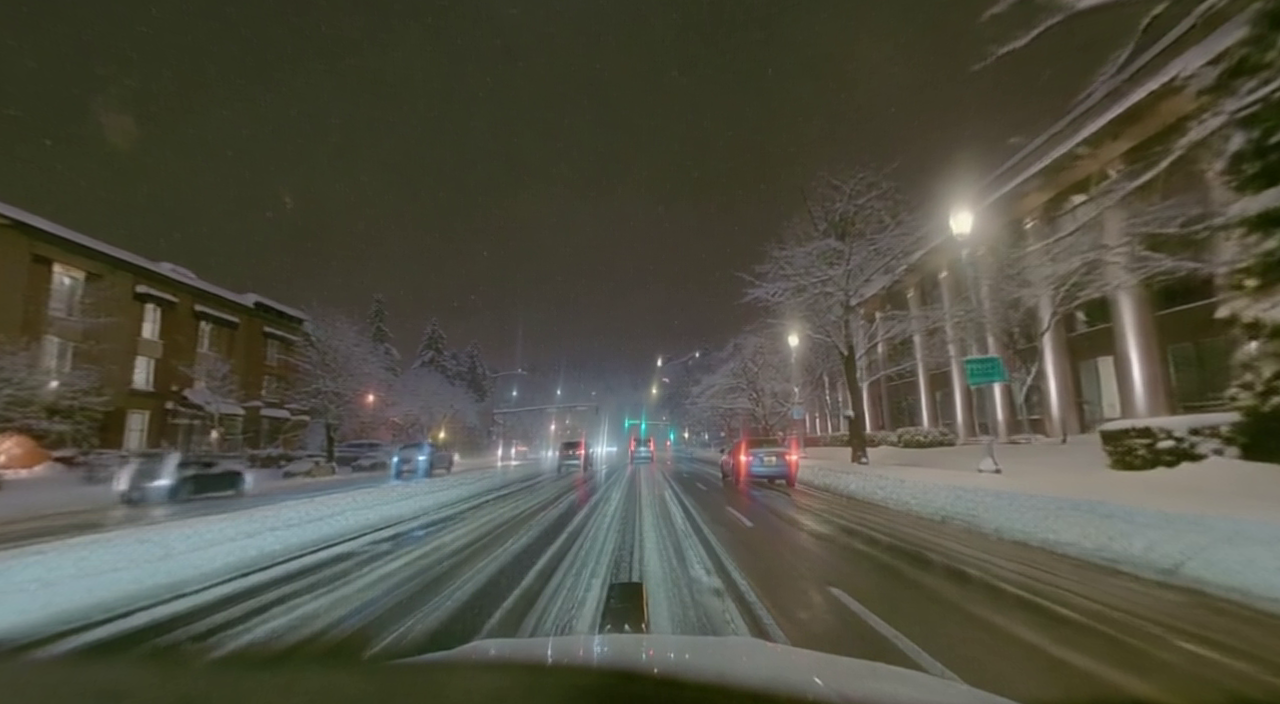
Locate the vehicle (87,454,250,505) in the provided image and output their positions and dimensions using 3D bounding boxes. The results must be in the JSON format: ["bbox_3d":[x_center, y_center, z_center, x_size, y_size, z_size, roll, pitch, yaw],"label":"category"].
[{"bbox_3d":[-16.005,4.298,21.793,2.018,1.465,4.672,0,-8,0],"label":"vehicle"}]

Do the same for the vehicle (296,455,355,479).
[{"bbox_3d":[-22.459,8.212,45.247,1.801,1.467,4.723,0,-8,0],"label":"vehicle"}]

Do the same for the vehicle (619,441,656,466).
[{"bbox_3d":[-0.175,6.169,38.536,2.101,1.480,3.929,0,-8,-1],"label":"vehicle"}]

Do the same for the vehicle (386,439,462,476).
[{"bbox_3d":[-12.298,6.021,36.447,2.296,1.941,5.816,-1,-8,0],"label":"vehicle"}]

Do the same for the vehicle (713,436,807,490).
[{"bbox_3d":[3.585,3.399,19.738,1.990,1.486,4.431,0,-8,-1],"label":"vehicle"}]

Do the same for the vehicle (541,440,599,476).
[{"bbox_3d":[-3.068,4.754,28.515,2.082,1.467,4.379,0,-8,1],"label":"vehicle"}]
